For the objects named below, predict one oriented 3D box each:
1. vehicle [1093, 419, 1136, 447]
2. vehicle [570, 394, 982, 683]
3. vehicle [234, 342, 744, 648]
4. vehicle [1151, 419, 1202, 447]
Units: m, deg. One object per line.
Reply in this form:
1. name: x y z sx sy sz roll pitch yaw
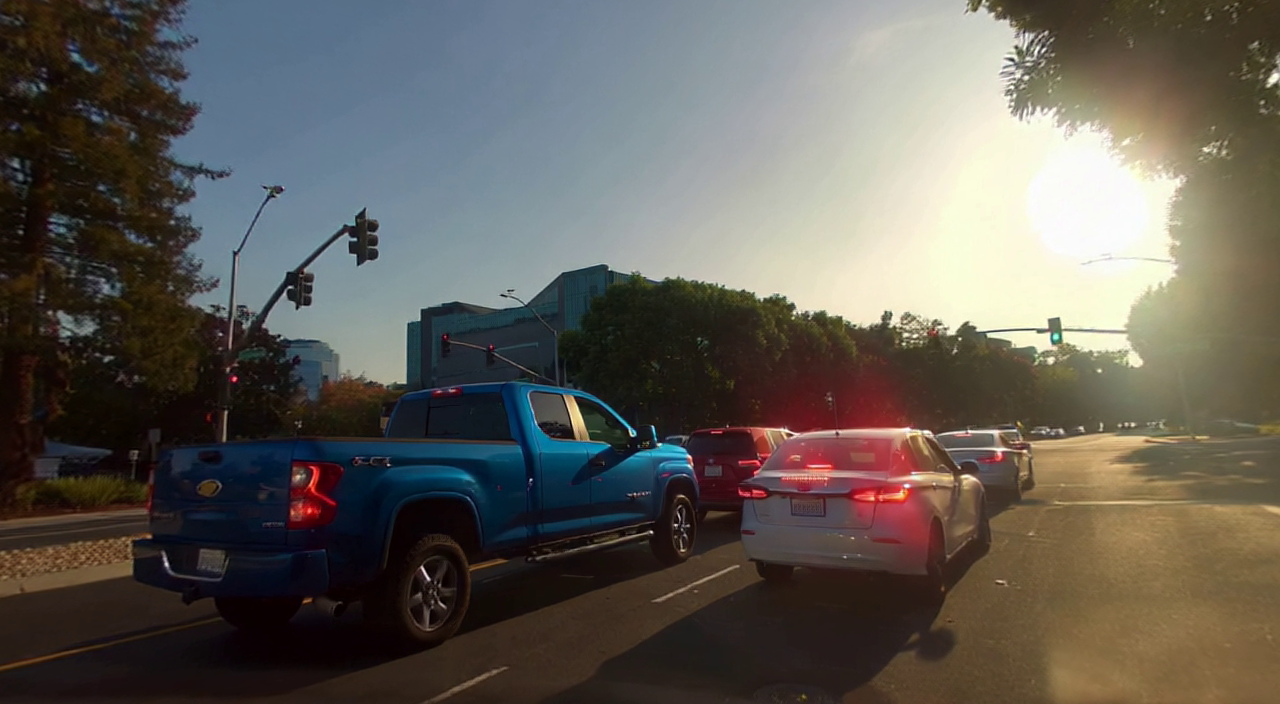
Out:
1. vehicle: 32.805 5.671 43.707 2.160 1.790 4.303 -6 -10 35
2. vehicle: 1.715 1.376 6.001 2.027 1.549 4.801 -6 -10 35
3. vehicle: -0.877 1.404 7.466 2.272 2.016 6.146 -5 -10 28
4. vehicle: 35.789 5.473 42.205 2.183 1.714 4.491 -6 -11 37
